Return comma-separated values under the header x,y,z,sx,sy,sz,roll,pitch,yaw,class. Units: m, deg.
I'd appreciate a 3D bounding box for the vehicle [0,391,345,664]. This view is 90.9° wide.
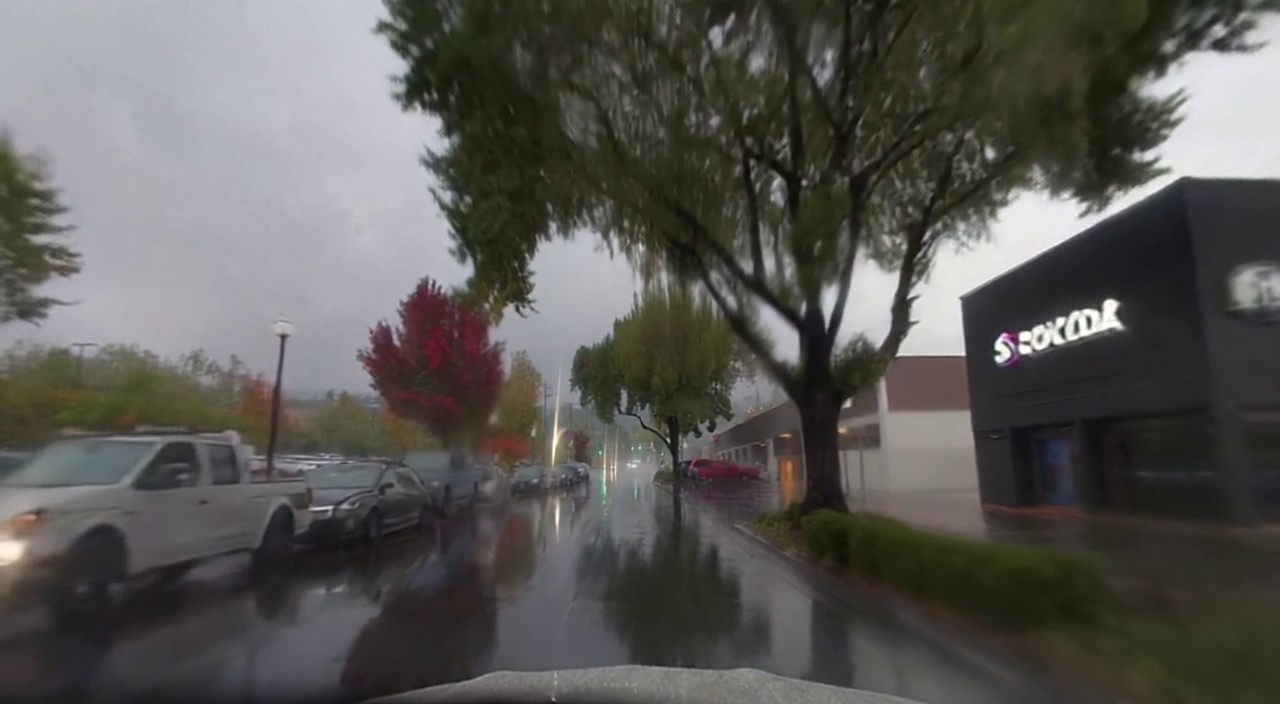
x,y,z,sx,sy,sz,roll,pitch,yaw,class
-5.856,1.790,7.461,2.196,2.001,5.548,1,-11,-3,vehicle

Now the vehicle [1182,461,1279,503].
x,y,z,sx,sy,sz,roll,pitch,yaw,class
25.678,5.471,26.831,1.698,1.489,3.599,-2,-9,-4,vehicle

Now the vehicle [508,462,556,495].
x,y,z,sx,sy,sz,roll,pitch,yaw,class
-5.814,6.926,34.543,1.832,1.623,4.424,1,-11,0,vehicle

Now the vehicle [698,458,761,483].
x,y,z,sx,sy,sz,roll,pitch,yaw,class
6.330,8.448,44.953,4.193,1.665,1.924,1,-11,-1,vehicle
